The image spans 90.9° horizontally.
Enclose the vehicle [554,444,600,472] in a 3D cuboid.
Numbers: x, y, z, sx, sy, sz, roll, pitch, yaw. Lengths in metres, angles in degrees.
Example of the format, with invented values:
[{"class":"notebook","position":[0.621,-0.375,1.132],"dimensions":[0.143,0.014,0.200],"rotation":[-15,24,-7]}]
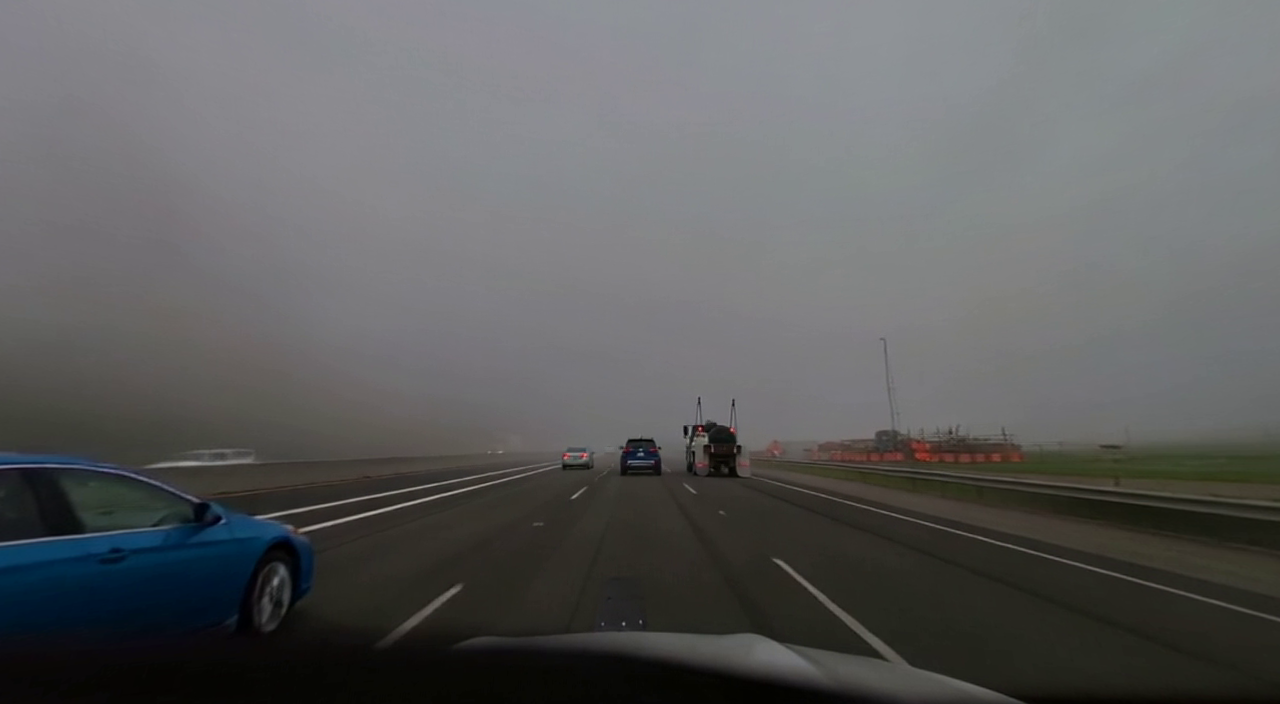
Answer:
[{"class":"vehicle","position":[-3.478,5.974,35.716],"dimensions":[2.096,1.469,4.319],"rotation":[0,-8,1]}]

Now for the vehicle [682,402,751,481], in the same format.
[{"class":"vehicle","position":[4.047,5.089,35.611],"dimensions":[2.793,3.828,9.580],"rotation":[0,-8,1]}]

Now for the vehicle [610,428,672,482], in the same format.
[{"class":"vehicle","position":[0.063,4.204,25.921],"dimensions":[2.308,1.993,4.631],"rotation":[0,-8,1]}]
